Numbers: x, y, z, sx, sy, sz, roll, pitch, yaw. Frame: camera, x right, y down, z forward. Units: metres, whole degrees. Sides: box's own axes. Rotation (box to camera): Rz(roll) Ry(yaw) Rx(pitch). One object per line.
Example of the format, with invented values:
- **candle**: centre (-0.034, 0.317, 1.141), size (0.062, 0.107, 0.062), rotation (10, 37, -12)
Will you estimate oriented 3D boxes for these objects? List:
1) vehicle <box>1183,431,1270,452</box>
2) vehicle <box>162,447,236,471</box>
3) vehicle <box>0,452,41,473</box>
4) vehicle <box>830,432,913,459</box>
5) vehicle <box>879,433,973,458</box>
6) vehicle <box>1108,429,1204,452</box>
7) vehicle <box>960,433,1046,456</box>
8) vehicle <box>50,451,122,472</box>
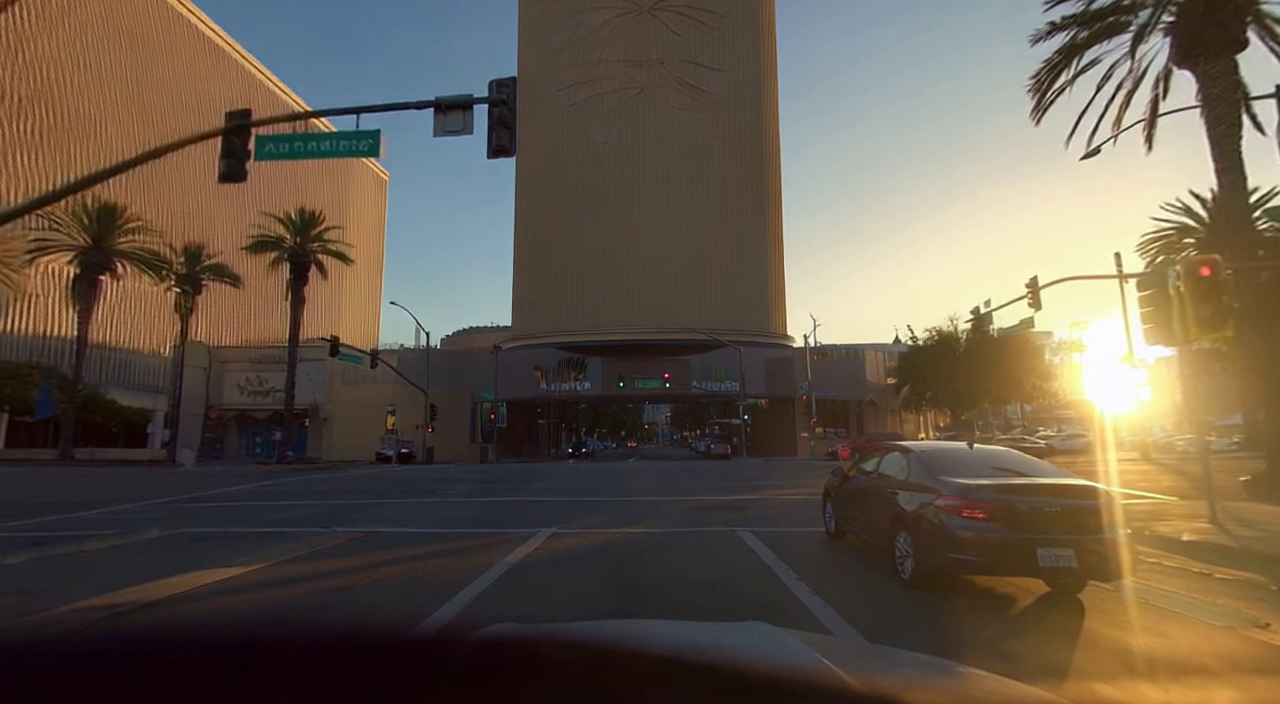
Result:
- **vehicle**: centre (42.226, 6.465, 45.434), size (4.437, 1.469, 1.811), rotation (0, -8, 0)
- **vehicle**: centre (-33.089, 8.019, 47.324), size (4.136, 1.661, 1.857), rotation (0, -8, 1)
- **vehicle**: centre (-47.912, 8.325, 47.483), size (3.786, 1.555, 1.702), rotation (0, -8, 2)
- **vehicle**: centre (15.141, 6.130, 41.382), size (4.648, 1.665, 1.910), rotation (0, -8, -1)
- **vehicle**: centre (17.032, 5.576, 37.656), size (4.684, 1.461, 1.777), rotation (0, -8, -1)
- **vehicle**: centre (33.290, 5.741, 40.732), size (4.567, 1.458, 1.791), rotation (0, -8, 1)
- **vehicle**: centre (23.647, 6.037, 41.155), size (4.423, 1.465, 1.798), rotation (0, -8, 0)
- **vehicle**: centre (-41.603, 8.225, 47.353), size (3.698, 1.467, 1.779), rotation (0, -8, 0)
